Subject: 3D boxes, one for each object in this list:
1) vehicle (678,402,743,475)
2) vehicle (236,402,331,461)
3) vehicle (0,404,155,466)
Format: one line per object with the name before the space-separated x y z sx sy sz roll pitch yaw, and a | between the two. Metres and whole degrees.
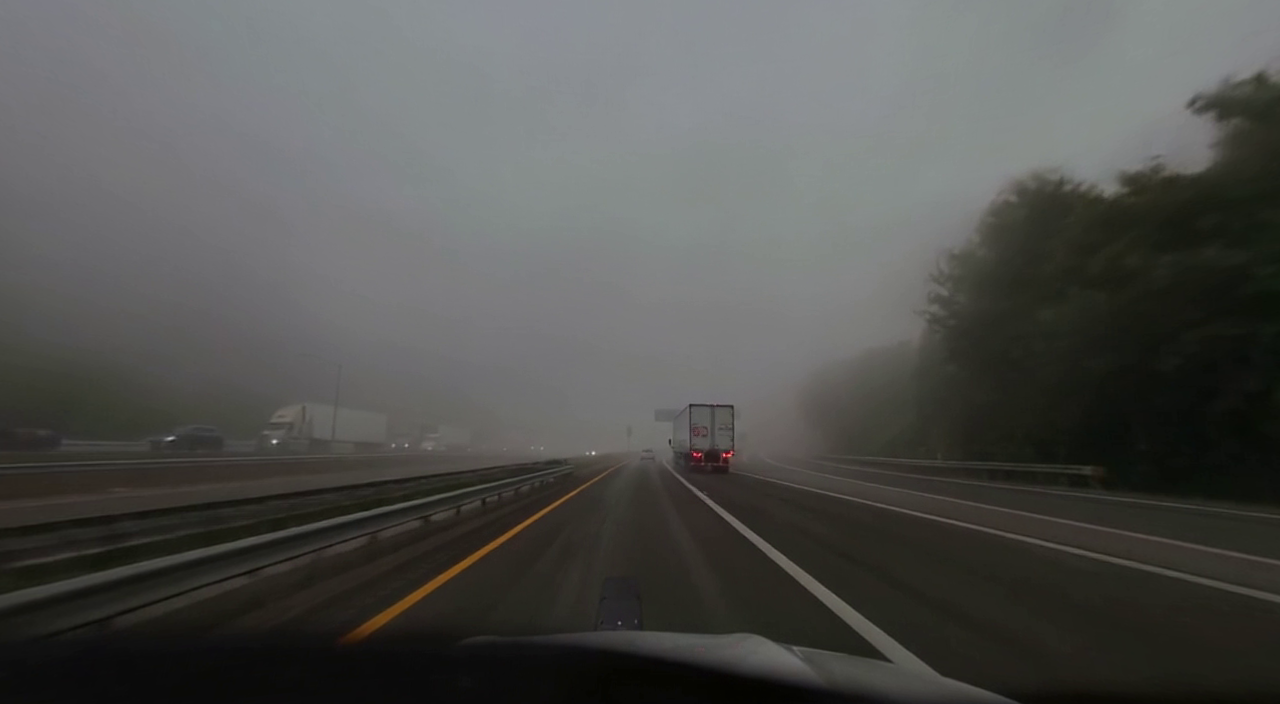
vehicle | 4.433 5.946 42.706 3.185 4.154 12.638 -1 -9 1
vehicle | -26.078 5.945 46.397 3.155 4.020 6.162 -1 -9 1
vehicle | -42.346 5.704 42.973 14.024 4.015 3.011 8 -12 -42
